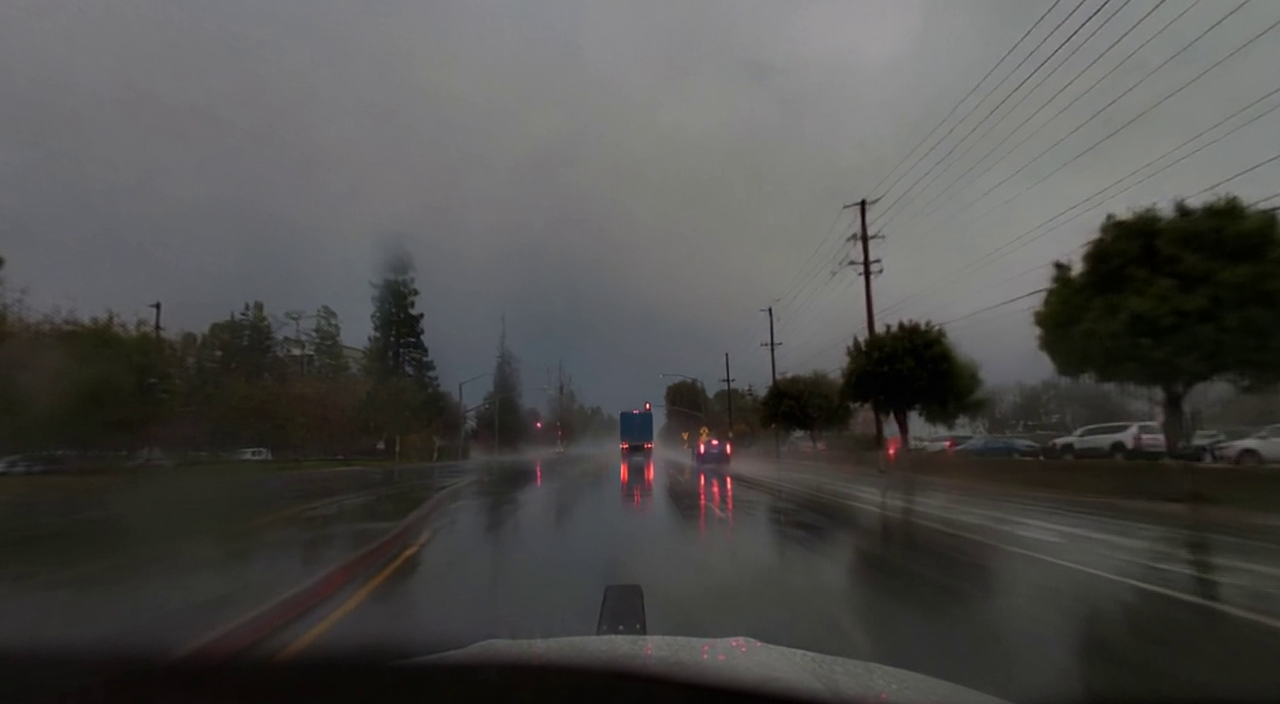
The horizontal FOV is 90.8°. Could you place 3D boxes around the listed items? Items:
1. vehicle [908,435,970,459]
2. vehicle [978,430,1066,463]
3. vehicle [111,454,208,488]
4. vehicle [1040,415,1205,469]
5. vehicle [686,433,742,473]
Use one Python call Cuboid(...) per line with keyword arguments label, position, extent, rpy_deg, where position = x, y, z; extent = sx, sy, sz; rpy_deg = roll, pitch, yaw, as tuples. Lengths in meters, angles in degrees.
Cuboid(label="vehicle", position=(20.501, 6.552, 43.561), extent=(2.010, 1.567, 4.519), rpy_deg=(0, -8, -1))
Cuboid(label="vehicle", position=(20.789, 5.190, 34.667), extent=(1.917, 1.682, 4.575), rpy_deg=(0, -8, -1))
Cuboid(label="vehicle", position=(-26.178, 6.445, 34.626), extent=(2.188, 1.669, 4.546), rpy_deg=(1, -9, -8))
Cuboid(label="vehicle", position=(20.695, 3.941, 27.606), extent=(2.529, 2.086, 5.902), rpy_deg=(0, -8, 0))
Cuboid(label="vehicle", position=(3.516, 4.907, 30.930), extent=(2.086, 1.803, 4.607), rpy_deg=(0, -8, -1))
